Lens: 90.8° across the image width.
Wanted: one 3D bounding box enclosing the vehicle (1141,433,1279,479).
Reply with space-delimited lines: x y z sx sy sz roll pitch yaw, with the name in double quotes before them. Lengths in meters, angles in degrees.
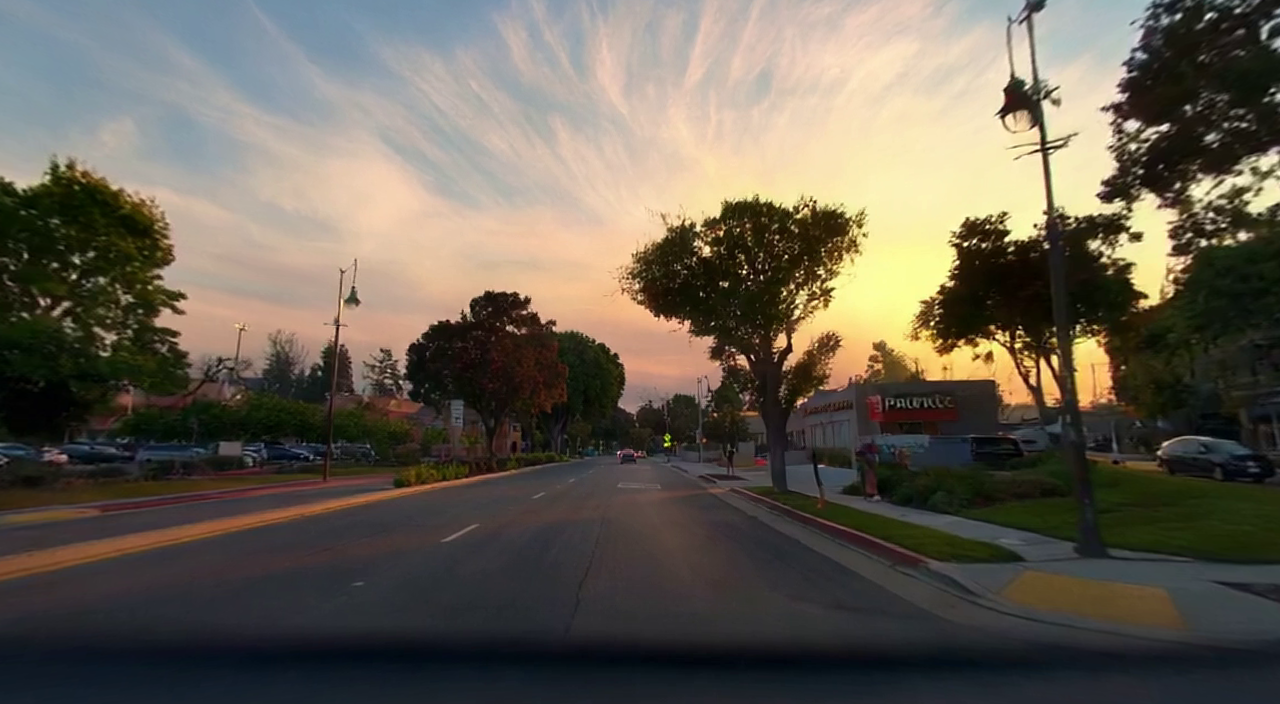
"vehicle" 20.922 3.695 22.653 2.095 1.466 4.764 0 -9 2
